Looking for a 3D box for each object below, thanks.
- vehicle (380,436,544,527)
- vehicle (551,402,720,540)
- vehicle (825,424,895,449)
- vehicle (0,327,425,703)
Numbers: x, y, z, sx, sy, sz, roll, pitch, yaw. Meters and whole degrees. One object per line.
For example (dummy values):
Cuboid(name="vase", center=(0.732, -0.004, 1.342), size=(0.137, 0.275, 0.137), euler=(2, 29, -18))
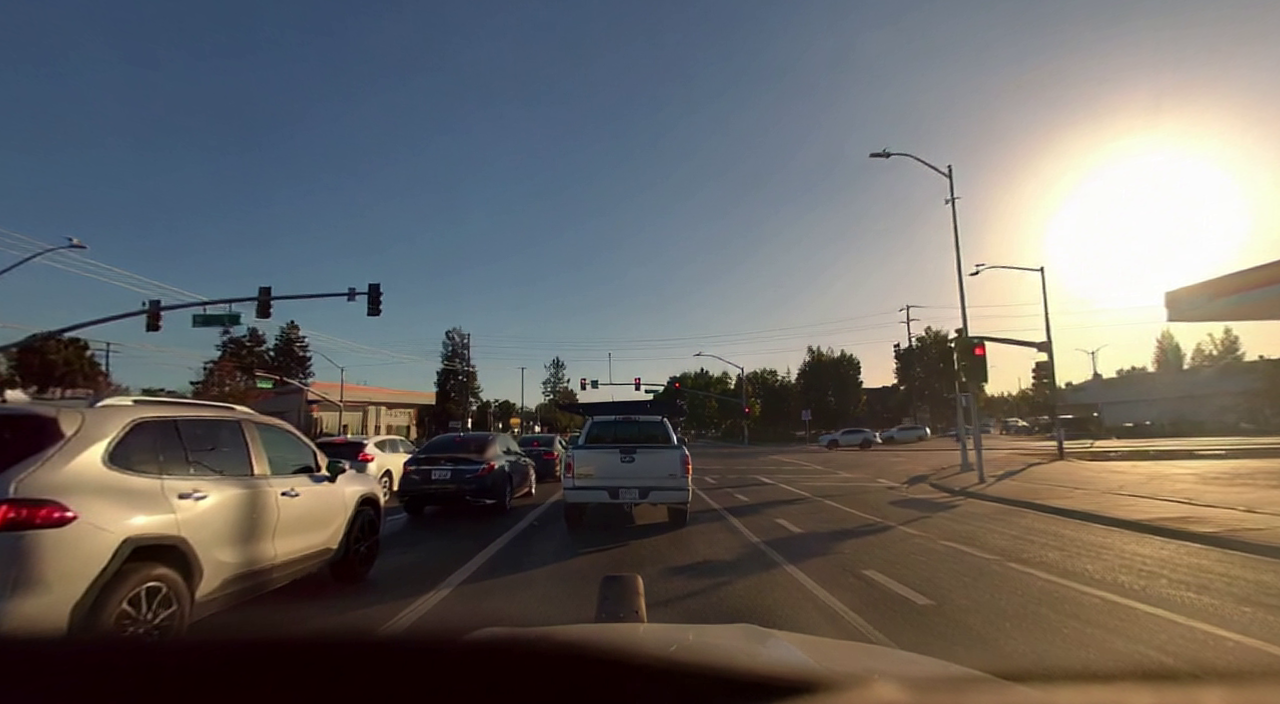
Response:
Cuboid(name="vehicle", center=(-3.149, 2.367, 12.142), size=(1.881, 1.424, 4.098), euler=(0, -9, 1))
Cuboid(name="vehicle", center=(-0.083, 1.945, 10.918), size=(2.224, 1.819, 5.005), euler=(0, -9, -1))
Cuboid(name="vehicle", center=(16.027, 6.160, 46.044), size=(4.548, 1.730, 2.013), euler=(3, -9, -22))
Cuboid(name="vehicle", center=(-3.310, 1.073, 4.376), size=(2.096, 1.718, 4.266), euler=(0, -9, 0))
